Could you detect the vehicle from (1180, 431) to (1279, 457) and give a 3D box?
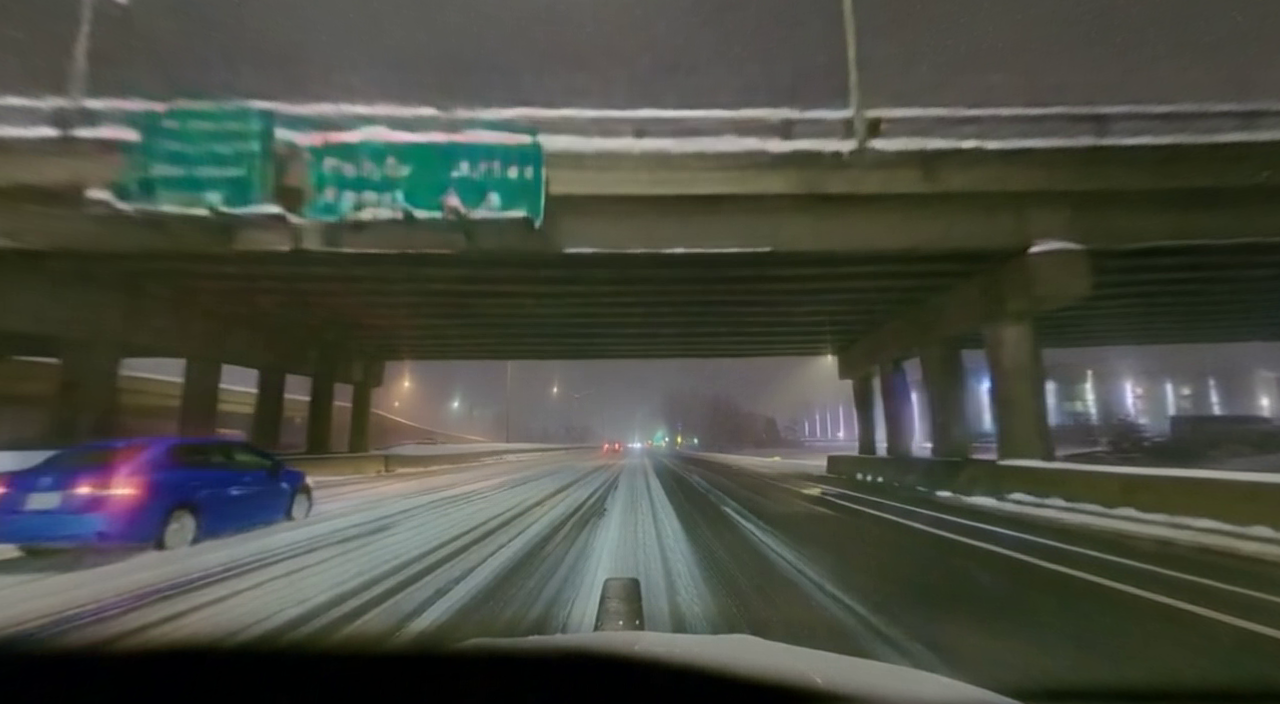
[{"bbox_3d":[42.274,6.568,44.989,5.676,1.786,2.073,0,-8,0],"label":"vehicle"}]

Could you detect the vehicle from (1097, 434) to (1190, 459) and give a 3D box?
[{"bbox_3d":[35.808,6.718,44.992,4.903,1.676,1.948,0,-8,0],"label":"vehicle"}]

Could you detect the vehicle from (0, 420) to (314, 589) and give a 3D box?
[{"bbox_3d":[-6.272,1.701,7.973,1.990,1.529,4.288,0,-8,0],"label":"vehicle"}]

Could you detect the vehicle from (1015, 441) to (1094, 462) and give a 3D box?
[{"bbox_3d":[29.342,7.047,44.763,4.323,1.411,1.781,0,-8,-1],"label":"vehicle"}]
